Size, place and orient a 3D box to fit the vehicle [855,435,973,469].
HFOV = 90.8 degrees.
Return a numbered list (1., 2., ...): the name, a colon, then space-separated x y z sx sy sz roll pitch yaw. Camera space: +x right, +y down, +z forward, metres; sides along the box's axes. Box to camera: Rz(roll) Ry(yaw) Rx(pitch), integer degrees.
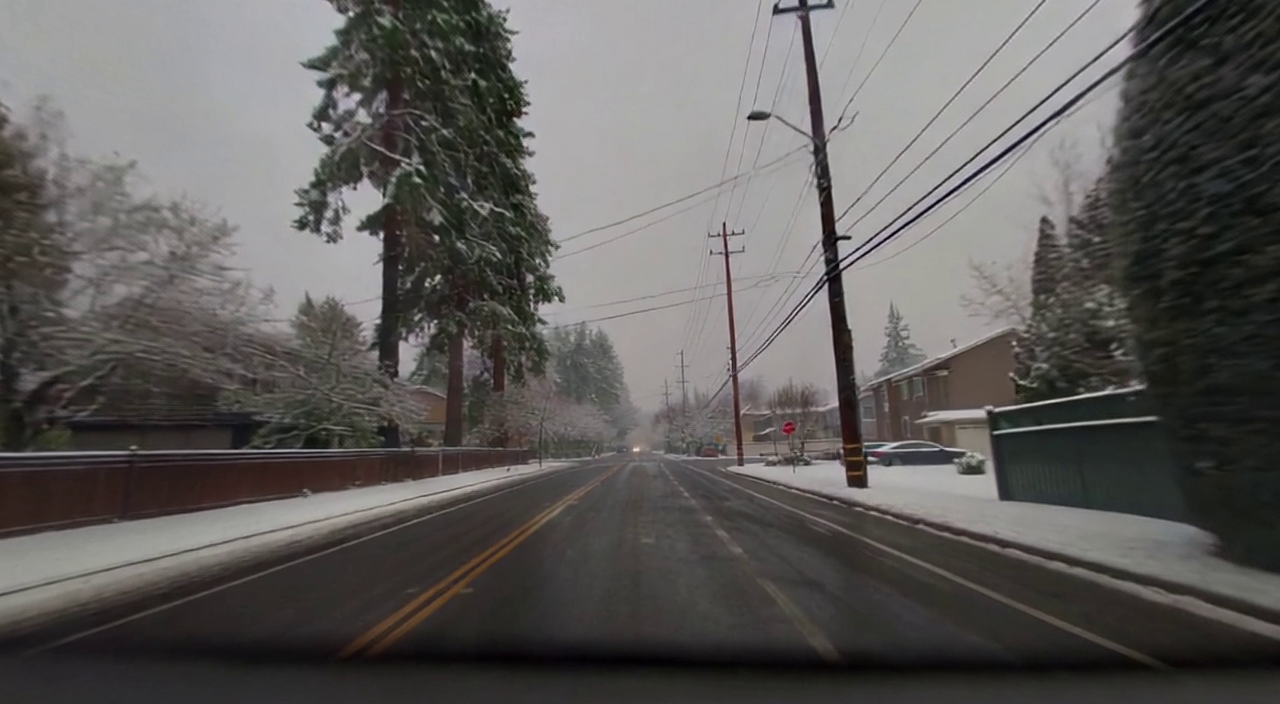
1. vehicle: 12.931 4.748 30.000 4.650 1.484 1.929 0 -8 0
